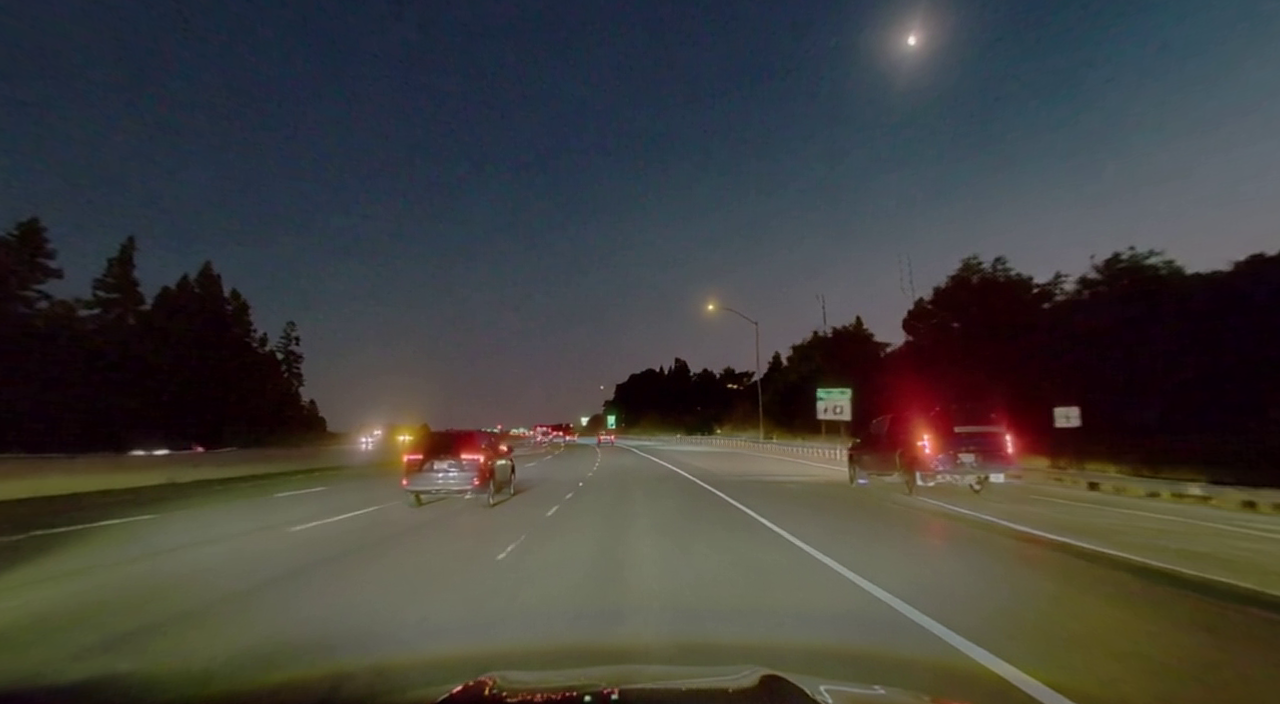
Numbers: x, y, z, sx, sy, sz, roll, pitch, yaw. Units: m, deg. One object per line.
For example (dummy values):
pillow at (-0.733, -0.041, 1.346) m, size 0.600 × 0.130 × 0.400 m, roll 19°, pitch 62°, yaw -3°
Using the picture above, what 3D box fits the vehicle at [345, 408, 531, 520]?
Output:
vehicle at (-3.730, 2.182, 12.763) m, size 2.142 × 1.789 × 5.009 m, roll 0°, pitch -8°, yaw 0°

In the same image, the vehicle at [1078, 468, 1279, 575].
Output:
vehicle at (14.120, 3.989, 15.567) m, size 2.179 × 1.976 × 5.545 m, roll 1°, pitch -8°, yaw -5°
